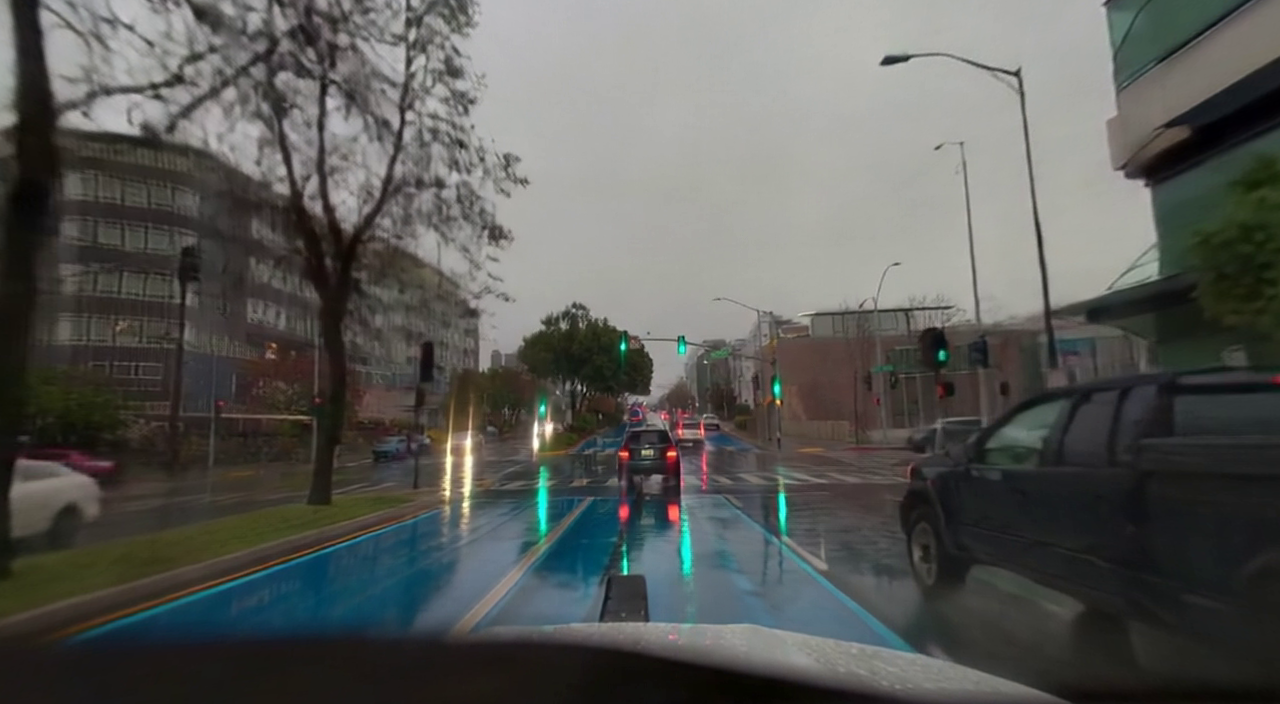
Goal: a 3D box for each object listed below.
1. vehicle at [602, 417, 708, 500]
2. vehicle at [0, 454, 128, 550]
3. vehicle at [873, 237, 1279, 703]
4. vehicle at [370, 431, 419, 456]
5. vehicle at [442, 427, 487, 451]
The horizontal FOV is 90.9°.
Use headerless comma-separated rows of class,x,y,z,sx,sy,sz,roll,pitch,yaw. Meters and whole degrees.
vehicle,0.337,2.638,15.868,2.283,1.773,4.255,0,-9,0
vehicle,-13.380,2.999,12.719,2.025,1.785,4.845,0,-9,0
vehicle,3.374,0.703,2.450,2.487,2.048,6.443,0,-9,0
vehicle,-19.221,7.193,49.553,2.060,1.867,4.626,0,-9,-2
vehicle,-13.324,6.685,48.155,2.062,1.697,4.321,0,-8,2
